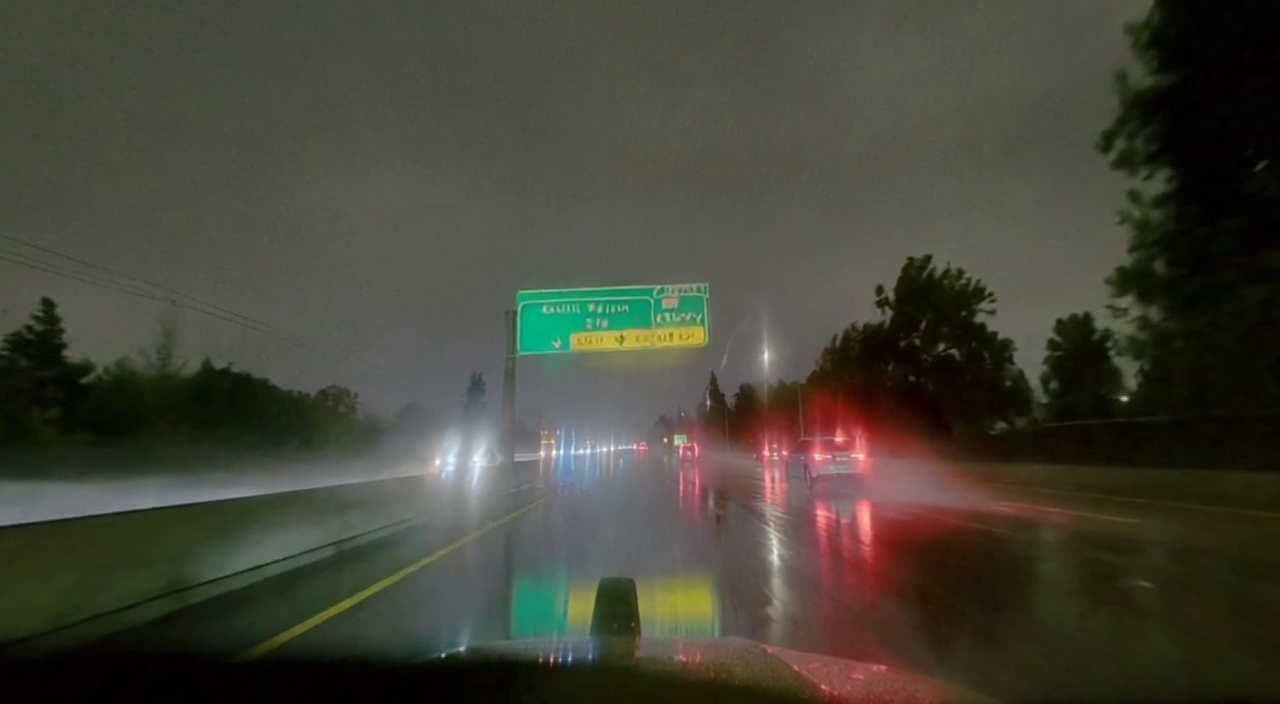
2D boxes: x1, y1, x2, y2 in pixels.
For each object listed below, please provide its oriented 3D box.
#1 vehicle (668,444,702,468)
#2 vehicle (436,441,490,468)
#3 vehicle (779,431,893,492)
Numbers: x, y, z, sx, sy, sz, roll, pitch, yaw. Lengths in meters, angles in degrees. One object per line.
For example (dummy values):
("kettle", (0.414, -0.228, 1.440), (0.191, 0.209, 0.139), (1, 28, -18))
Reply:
("vehicle", (3.160, 7.420, 45.150), (2.018, 1.600, 4.121), (0, -9, -2))
("vehicle", (-12.161, 7.102, 43.766), (2.180, 1.736, 5.401), (0, -9, 0))
("vehicle", (6.717, 3.835, 22.463), (2.244, 1.858, 5.414), (0, -9, -1))
